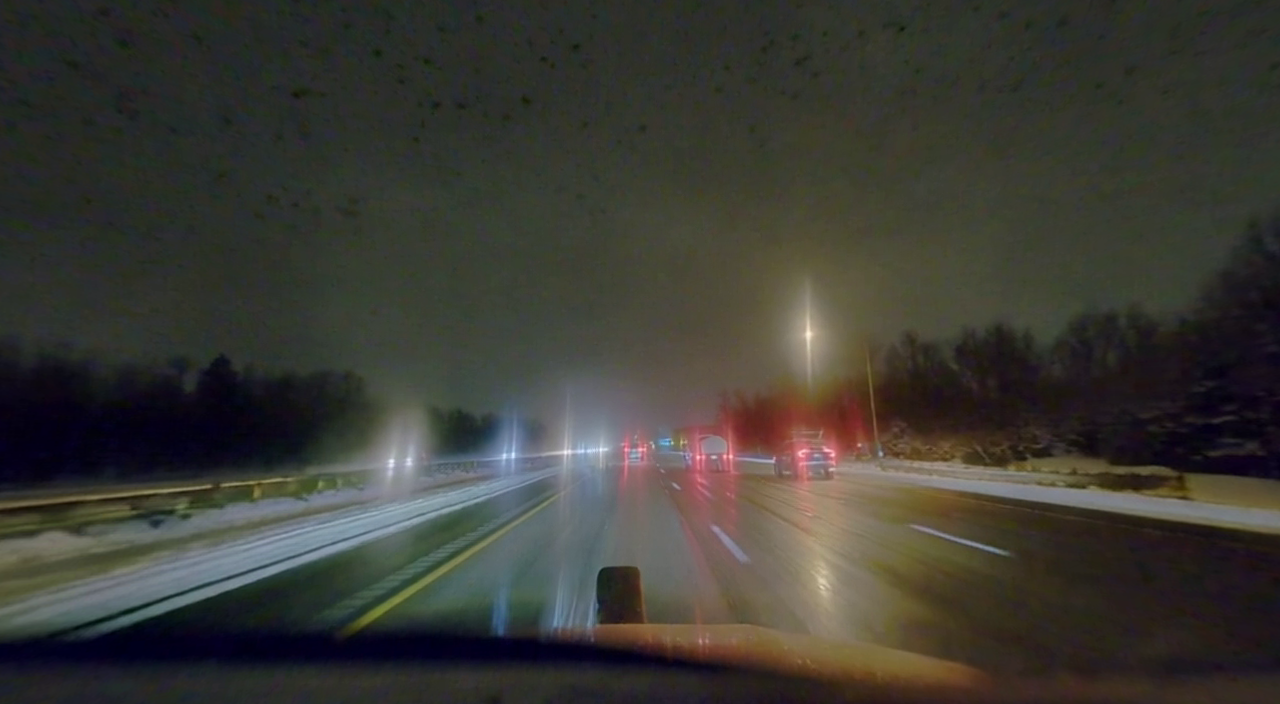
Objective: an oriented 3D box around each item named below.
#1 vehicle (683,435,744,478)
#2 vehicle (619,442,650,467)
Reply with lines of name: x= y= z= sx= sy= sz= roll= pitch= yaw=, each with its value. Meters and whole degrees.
vehicle: x=3.326 y=4.874 z=29.495 sx=2.269 sy=1.839 sz=4.554 roll=0 pitch=-9 yaw=-1
vehicle: x=-0.373 y=7.399 z=45.641 sx=2.142 sy=1.664 sz=4.076 roll=0 pitch=-9 yaw=1
